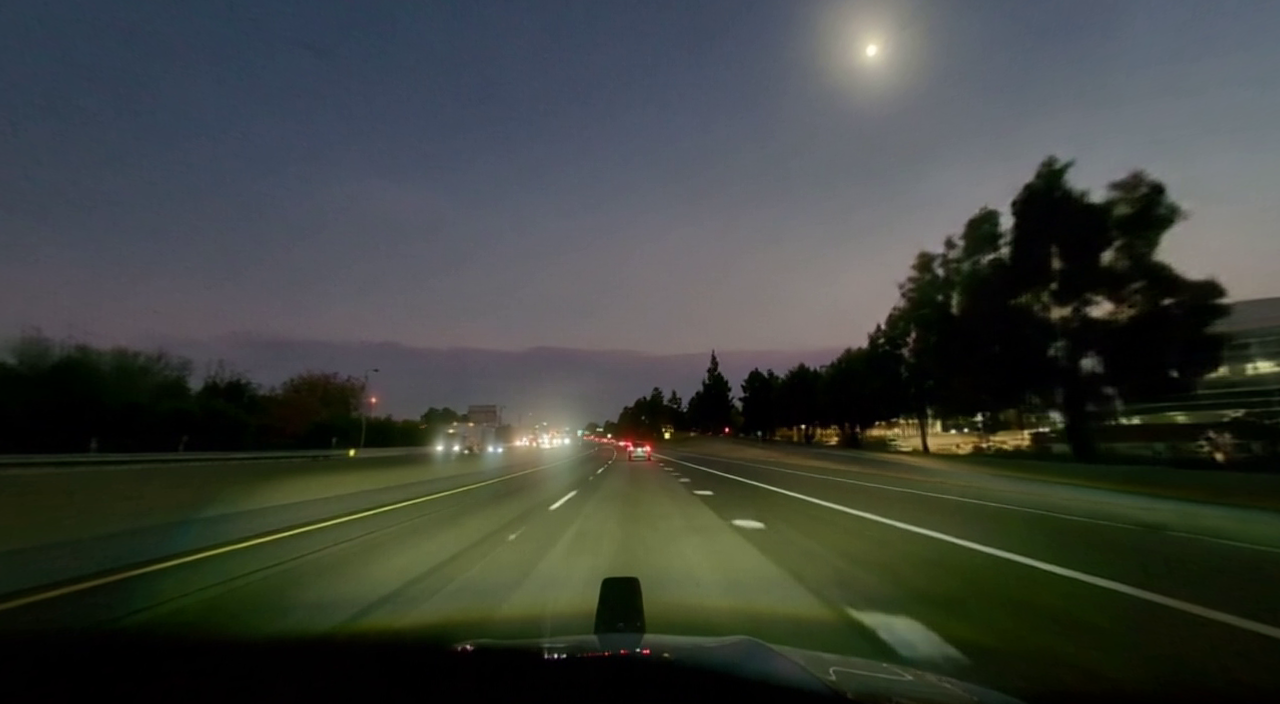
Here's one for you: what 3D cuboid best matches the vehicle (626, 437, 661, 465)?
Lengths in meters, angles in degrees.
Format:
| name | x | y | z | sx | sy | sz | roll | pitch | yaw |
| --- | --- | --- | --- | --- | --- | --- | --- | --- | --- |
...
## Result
| name | x | y | z | sx | sy | sz | roll | pitch | yaw |
| --- | --- | --- | --- | --- | --- | --- | --- | --- | --- |
| vehicle | 0.151 | 6.293 | 39.935 | 2.029 | 1.666 | 4.064 | 0 | -8 | -2 |
